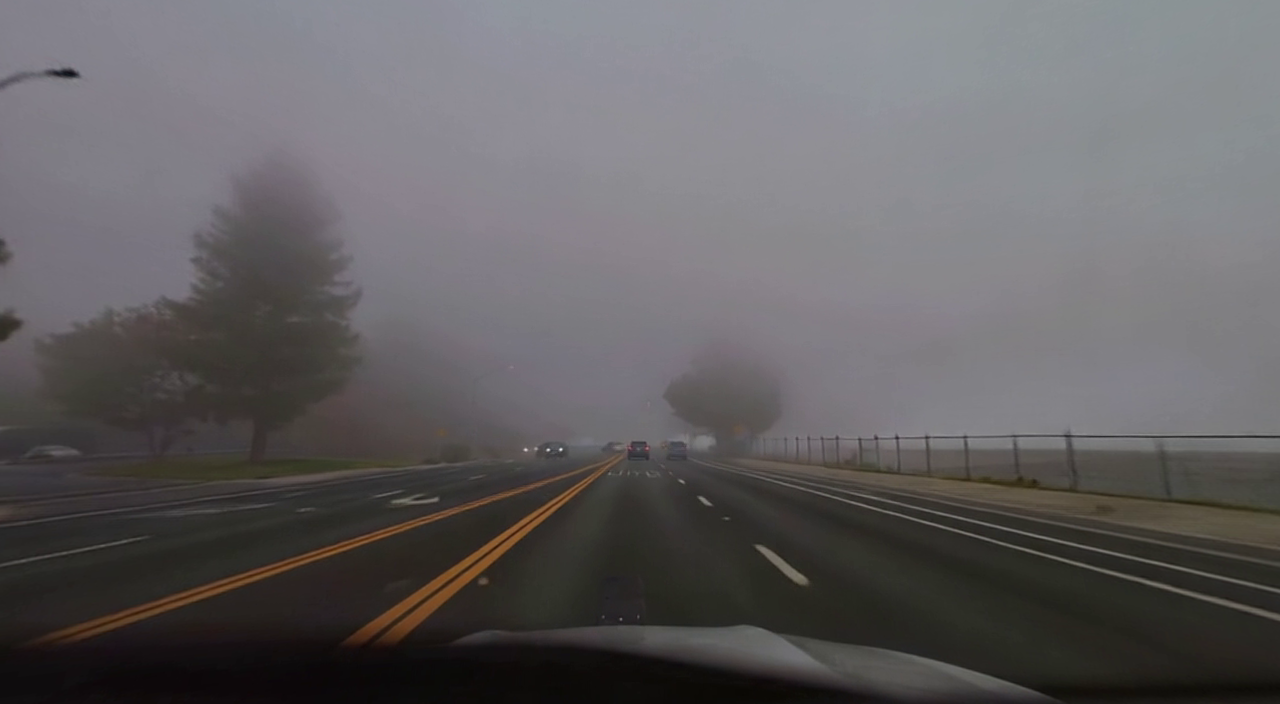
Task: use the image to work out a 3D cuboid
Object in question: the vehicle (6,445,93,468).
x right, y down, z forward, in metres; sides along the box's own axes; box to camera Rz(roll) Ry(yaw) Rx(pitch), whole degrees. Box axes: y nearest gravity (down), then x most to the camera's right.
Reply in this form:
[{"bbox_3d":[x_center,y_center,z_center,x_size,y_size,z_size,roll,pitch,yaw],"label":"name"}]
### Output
[{"bbox_3d":[-41.256,7.265,44.293,1.821,1.505,4.484,0,-8,-1],"label":"vehicle"}]
